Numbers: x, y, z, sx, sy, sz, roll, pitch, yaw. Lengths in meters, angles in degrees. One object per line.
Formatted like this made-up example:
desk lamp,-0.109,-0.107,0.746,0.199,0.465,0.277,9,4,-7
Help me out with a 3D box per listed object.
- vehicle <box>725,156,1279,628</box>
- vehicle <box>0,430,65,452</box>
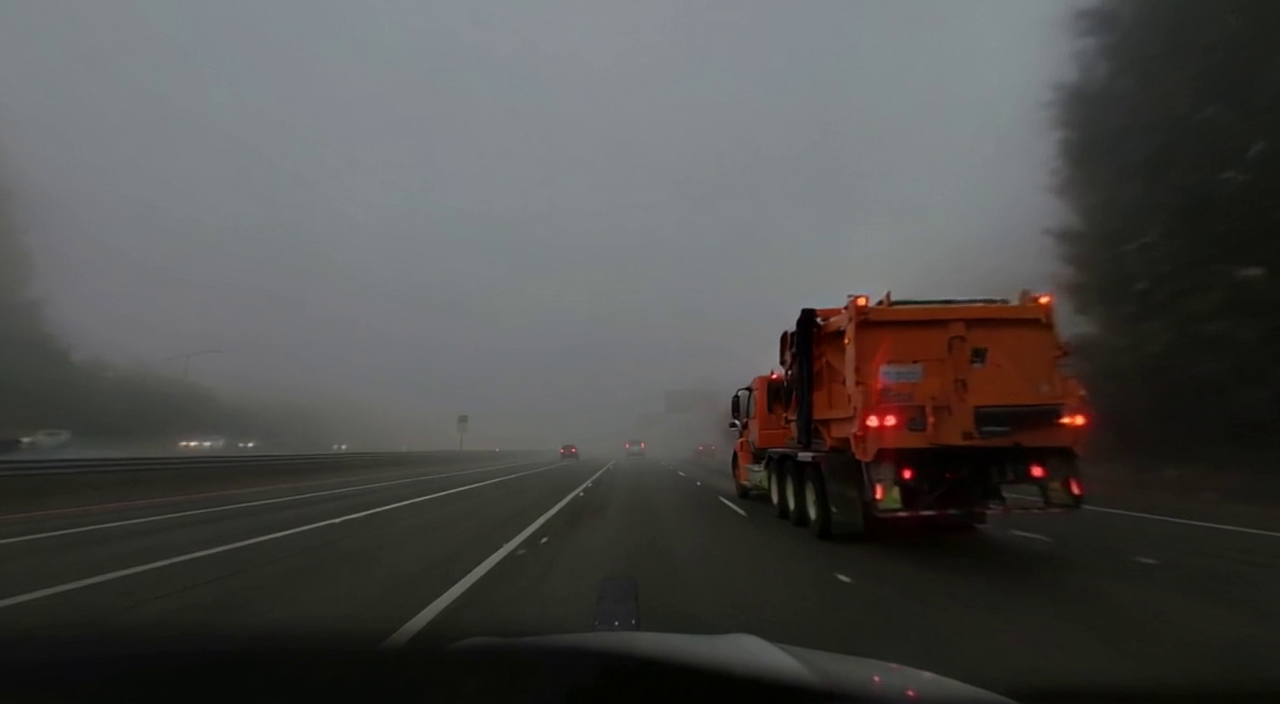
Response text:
vehicle,3.636,0.992,10.027,2.966,3.586,10.563,0,-9,-1
vehicle,-44.120,6.388,45.179,1.782,1.493,4.408,0,-9,-1
